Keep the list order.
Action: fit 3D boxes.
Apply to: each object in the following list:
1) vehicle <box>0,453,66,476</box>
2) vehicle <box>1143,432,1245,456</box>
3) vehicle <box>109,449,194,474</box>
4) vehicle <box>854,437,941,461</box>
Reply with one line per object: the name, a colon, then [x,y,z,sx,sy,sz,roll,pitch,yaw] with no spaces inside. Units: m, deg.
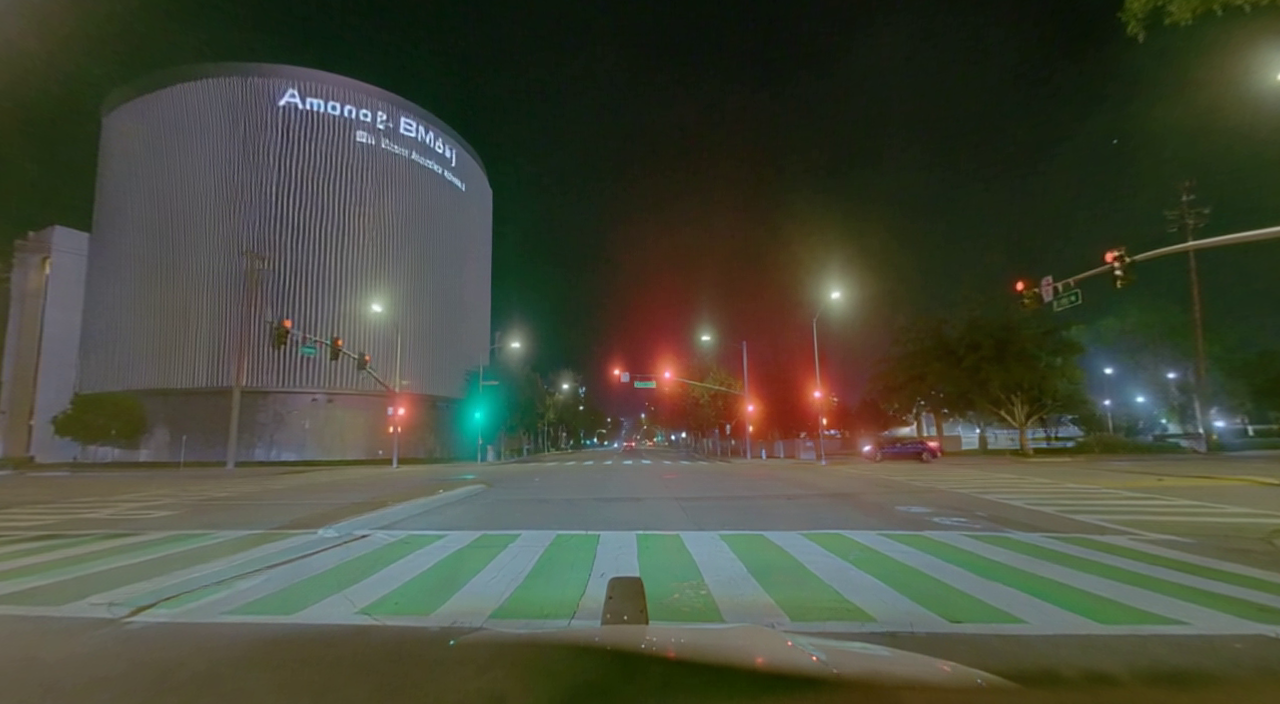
vehicle: [-41.670,7.637,42.756,3.698,1.467,1.779,0,-8,1]
vehicle: [36.156,6.018,41.193,4.767,1.456,1.858,-1,-8,3]
vehicle: [-33.073,7.403,42.744,4.136,1.661,1.857,0,-8,1]
vehicle: [15.778,5.974,38.872,4.529,1.457,1.981,-1,-9,6]
